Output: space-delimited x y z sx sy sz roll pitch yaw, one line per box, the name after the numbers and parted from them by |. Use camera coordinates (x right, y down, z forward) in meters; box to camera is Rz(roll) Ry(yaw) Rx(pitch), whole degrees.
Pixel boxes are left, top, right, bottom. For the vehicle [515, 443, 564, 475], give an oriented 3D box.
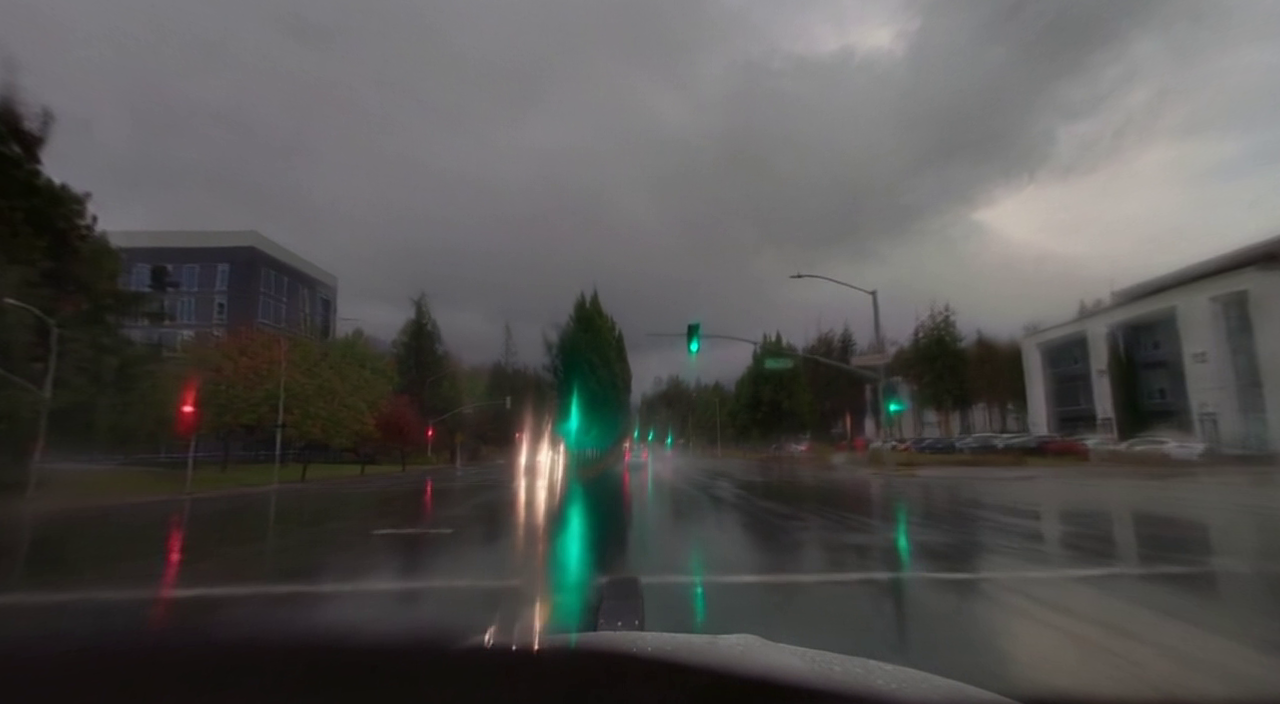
-5.510 5.930 35.038 2.016 1.631 4.148 0 -9 0 | vehicle

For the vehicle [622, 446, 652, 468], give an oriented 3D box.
-0.218 7.454 44.975 2.064 1.477 3.968 0 -9 -1 | vehicle
